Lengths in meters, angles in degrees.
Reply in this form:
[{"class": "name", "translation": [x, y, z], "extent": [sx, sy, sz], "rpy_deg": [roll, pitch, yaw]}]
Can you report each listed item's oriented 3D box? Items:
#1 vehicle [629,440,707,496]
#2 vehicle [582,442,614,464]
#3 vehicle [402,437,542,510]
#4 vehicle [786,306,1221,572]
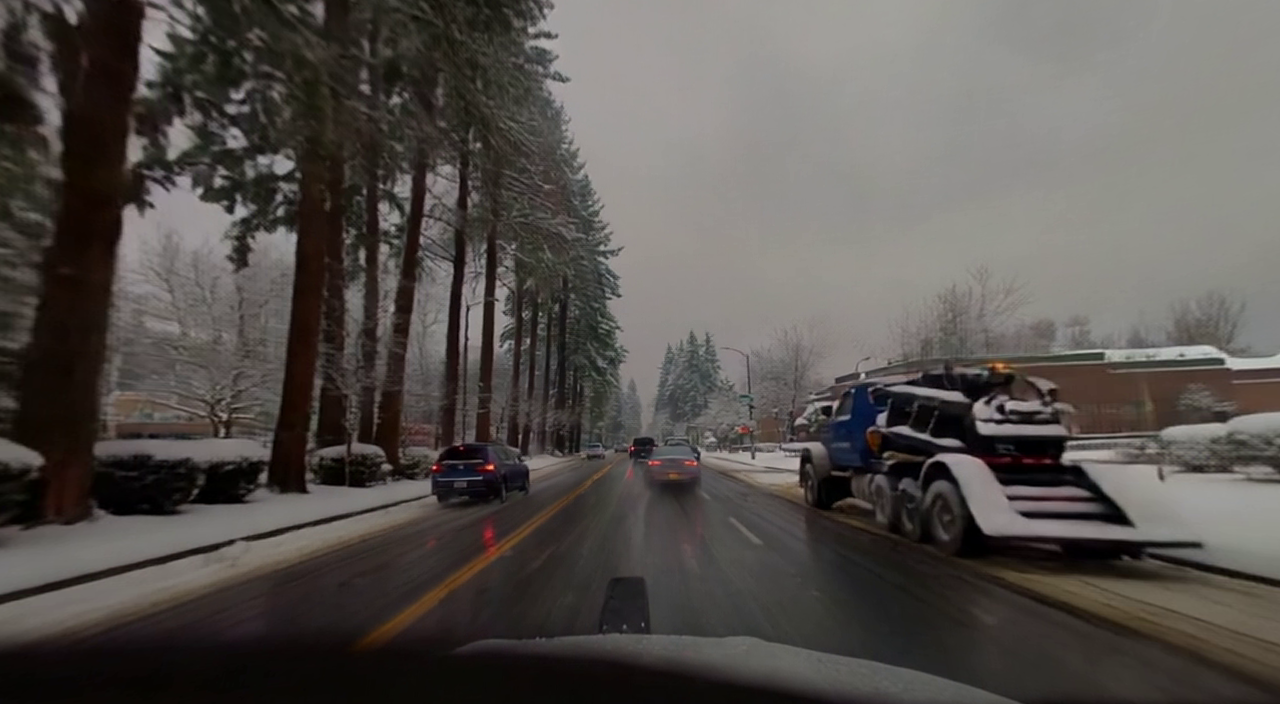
[{"class": "vehicle", "translation": [0.844, 3.428, 18.967], "extent": [2.086, 1.466, 4.026], "rpy_deg": [0, -9, 3]}, {"class": "vehicle", "translation": [-3.200, 7.871, 49.064], "extent": [2.062, 1.641, 4.193], "rpy_deg": [0, -9, 2]}, {"class": "vehicle", "translation": [-3.885, 2.901, 15.576], "extent": [2.003, 1.507, 4.808], "rpy_deg": [0, -9, 2]}, {"class": "vehicle", "translation": [5.453, 1.671, 12.201], "extent": [3.089, 3.258, 8.841], "rpy_deg": [0, -8, 0]}]
